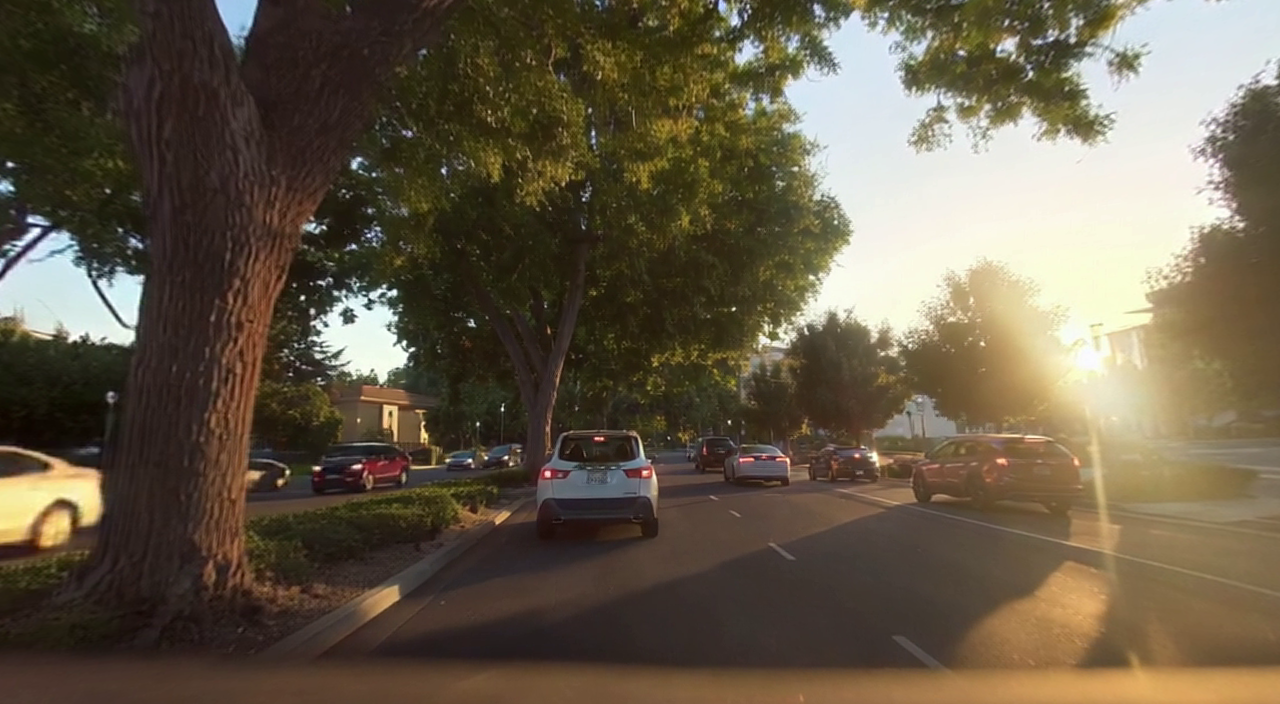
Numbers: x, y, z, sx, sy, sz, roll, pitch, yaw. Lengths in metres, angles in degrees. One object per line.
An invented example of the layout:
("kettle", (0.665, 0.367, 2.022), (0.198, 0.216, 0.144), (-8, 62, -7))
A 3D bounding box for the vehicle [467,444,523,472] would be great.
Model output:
("vehicle", (-8.214, 6.030, 36.188), (2.039, 1.466, 4.553), (0, -8, 1))

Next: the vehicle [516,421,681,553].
("vehicle", (-0.639, 1.994, 9.990), (2.106, 1.655, 3.717), (0, -8, -4))

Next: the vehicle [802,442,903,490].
("vehicle", (7.227, 3.907, 21.995), (1.977, 1.485, 4.308), (0, -8, 0))

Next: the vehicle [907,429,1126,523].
("vehicle", (7.820, 2.593, 13.773), (2.168, 1.709, 4.289), (0, -8, 1))

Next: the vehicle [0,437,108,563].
("vehicle", (-8.734, 1.674, 6.826), (1.938, 1.513, 4.593), (0, -8, 0))

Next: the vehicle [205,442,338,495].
("vehicle", (-13.230, 4.182, 23.097), (1.947, 1.703, 4.525), (0, -8, 3))

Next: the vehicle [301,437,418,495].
("vehicle", (-8.904, 3.637, 20.486), (1.920, 1.663, 4.036), (0, -8, 0))

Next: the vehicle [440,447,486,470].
("vehicle", (-11.893, 7.181, 42.742), (1.866, 1.404, 4.507), (0, -8, 0))

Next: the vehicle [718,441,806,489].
("vehicle", (4.007, 3.793, 21.605), (2.175, 1.477, 4.520), (0, -8, 1))

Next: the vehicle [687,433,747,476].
("vehicle", (3.468, 4.729, 29.414), (2.114, 1.846, 4.659), (0, -8, -1))
